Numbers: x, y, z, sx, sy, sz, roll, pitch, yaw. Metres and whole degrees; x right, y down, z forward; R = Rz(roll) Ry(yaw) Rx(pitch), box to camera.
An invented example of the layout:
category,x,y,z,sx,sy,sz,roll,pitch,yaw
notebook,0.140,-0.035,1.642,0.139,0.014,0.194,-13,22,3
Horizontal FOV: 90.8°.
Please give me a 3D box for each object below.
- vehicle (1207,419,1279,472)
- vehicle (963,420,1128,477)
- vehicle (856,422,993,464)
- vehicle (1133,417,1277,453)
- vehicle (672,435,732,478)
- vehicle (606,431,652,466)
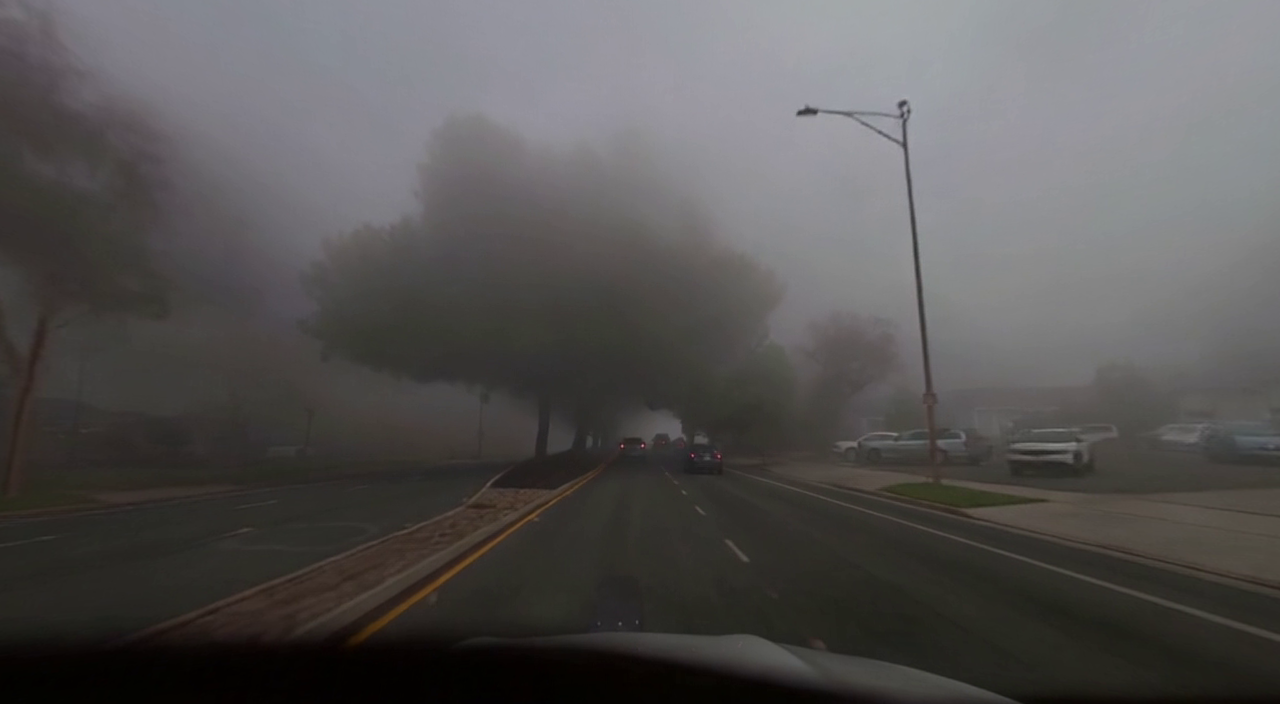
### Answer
category,x,y,z,sx,sy,sz,roll,pitch,yaw
vehicle,19.152,2.885,19.501,4.511,1.451,1.932,8,-11,-43
vehicle,11.328,2.692,17.789,1.799,1.431,3.486,8,-11,-43
vehicle,11.334,3.661,25.371,4.557,1.509,1.971,-8,-11,43
vehicle,27.113,4.042,30.529,4.654,1.551,1.829,-5,-10,20
vehicle,2.491,4.318,26.413,2.003,1.614,4.072,0,-8,-1
vehicle,-0.661,5.638,36.971,2.488,1.881,4.814,1,-8,-1
